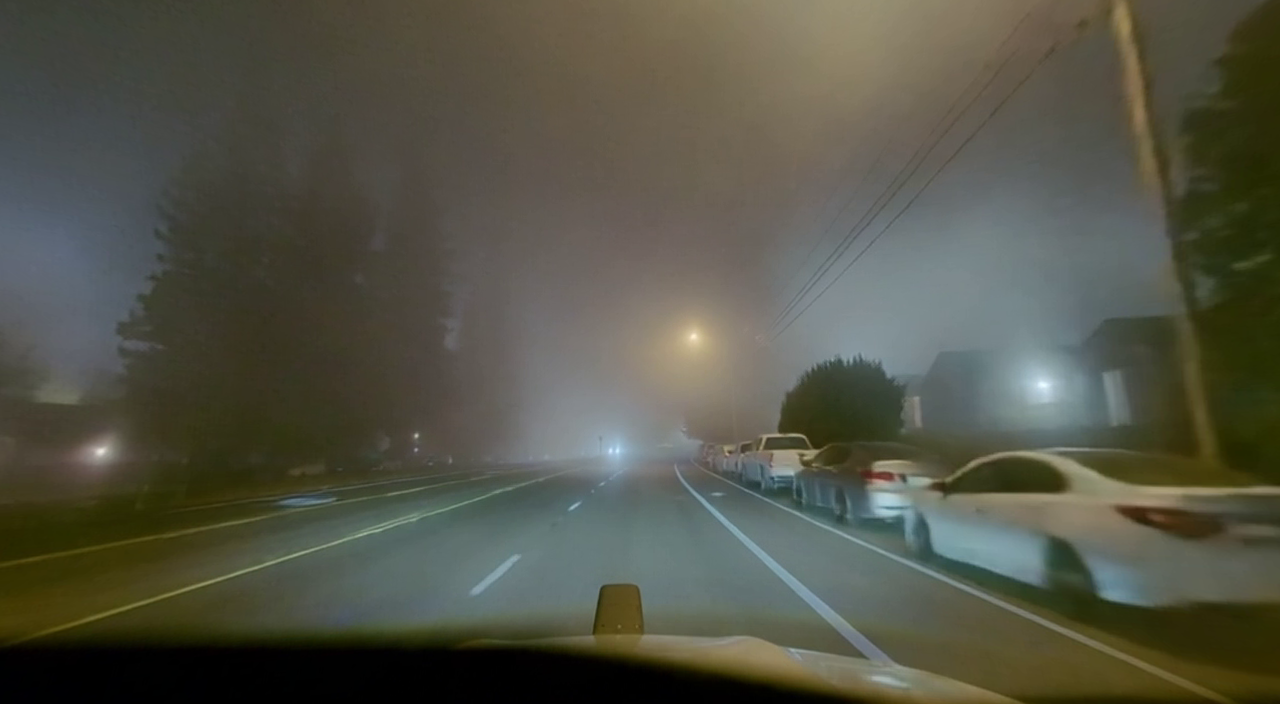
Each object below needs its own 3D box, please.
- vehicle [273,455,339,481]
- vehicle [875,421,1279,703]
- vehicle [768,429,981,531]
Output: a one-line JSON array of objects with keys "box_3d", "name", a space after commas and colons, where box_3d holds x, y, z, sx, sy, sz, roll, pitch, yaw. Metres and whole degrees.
[{"box_3d": [-23.133, 8.025, 43.987, 1.967, 1.467, 4.769, -2, -7, 0], "name": "vehicle"}, {"box_3d": [4.085, 1.437, 5.608, 1.981, 1.436, 5.021, 0, -9, -1], "name": "vehicle"}, {"box_3d": [4.050, 2.301, 12.031, 2.039, 1.499, 4.888, 0, -9, -2], "name": "vehicle"}]
